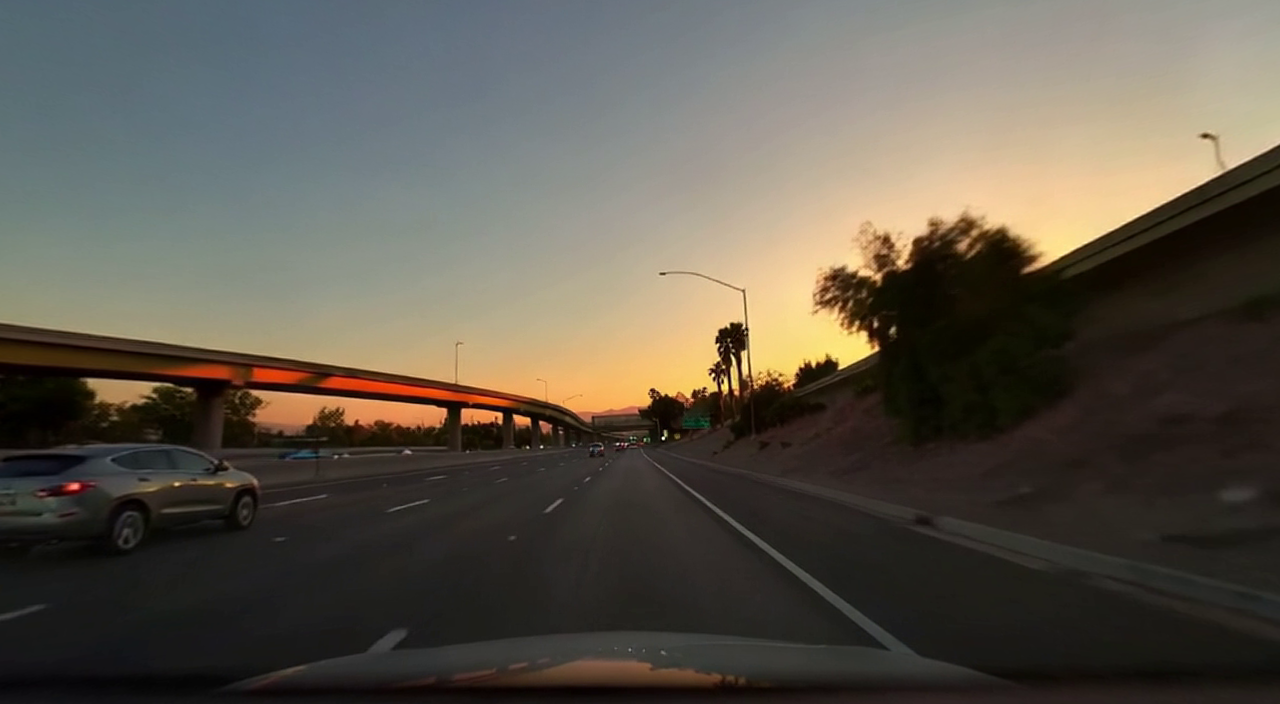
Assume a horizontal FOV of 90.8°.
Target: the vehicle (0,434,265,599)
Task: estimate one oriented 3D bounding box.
[{"bbox_3d":[-6.880,1.812,7.785,1.914,1.503,4.268,0,-8,-1],"label":"vehicle"}]
